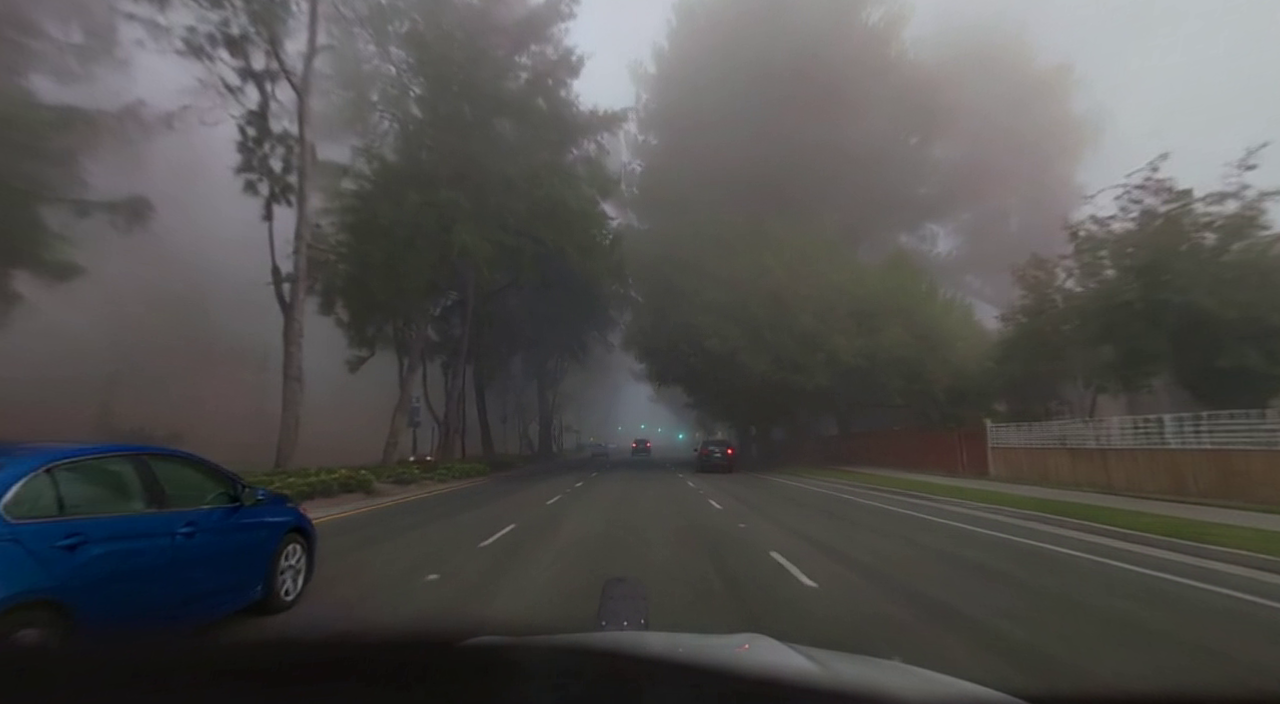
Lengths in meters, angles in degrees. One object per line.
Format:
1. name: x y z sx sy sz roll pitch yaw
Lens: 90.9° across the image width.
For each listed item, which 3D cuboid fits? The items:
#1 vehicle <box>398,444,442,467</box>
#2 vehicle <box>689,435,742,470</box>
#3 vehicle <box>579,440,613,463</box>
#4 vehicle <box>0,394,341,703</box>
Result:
1. vehicle: -17.142 8.050 49.266 1.872 1.703 4.388 0 -8 0
2. vehicle: 3.805 5.163 32.506 2.182 1.688 4.187 0 -8 -1
3. vehicle: -2.963 6.804 43.311 1.940 1.473 4.133 0 -8 1
4. vehicle: -3.604 0.963 2.739 2.091 1.503 4.989 0 -8 1
